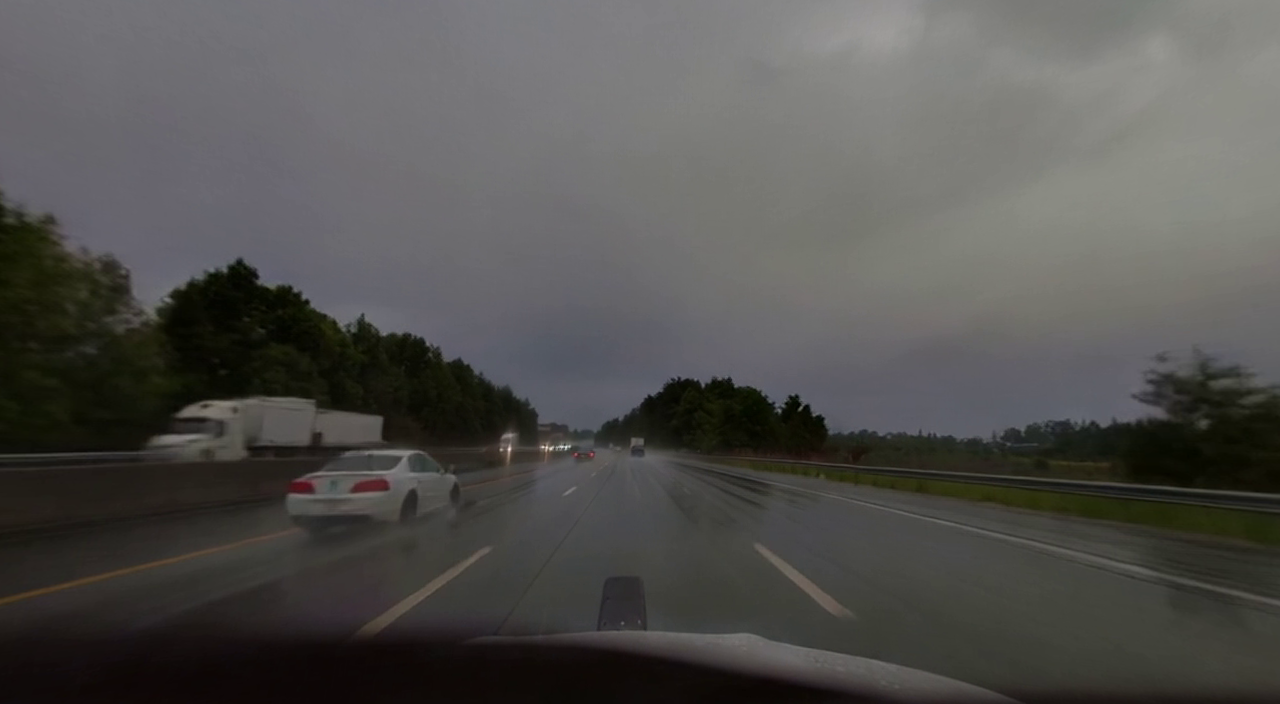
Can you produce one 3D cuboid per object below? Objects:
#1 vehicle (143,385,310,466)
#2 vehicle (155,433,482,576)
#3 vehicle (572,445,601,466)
[{"bbox_3d":[-21.239,4.011,33.223,3.124,3.721,8.270,0,-9,0],"label":"vehicle"},{"bbox_3d":[-3.957,1.959,8.963,2.169,1.473,4.631,0,-9,0],"label":"vehicle"},{"bbox_3d":[-4.168,8.133,49.575,2.022,1.513,4.613,0,-9,-1],"label":"vehicle"}]
